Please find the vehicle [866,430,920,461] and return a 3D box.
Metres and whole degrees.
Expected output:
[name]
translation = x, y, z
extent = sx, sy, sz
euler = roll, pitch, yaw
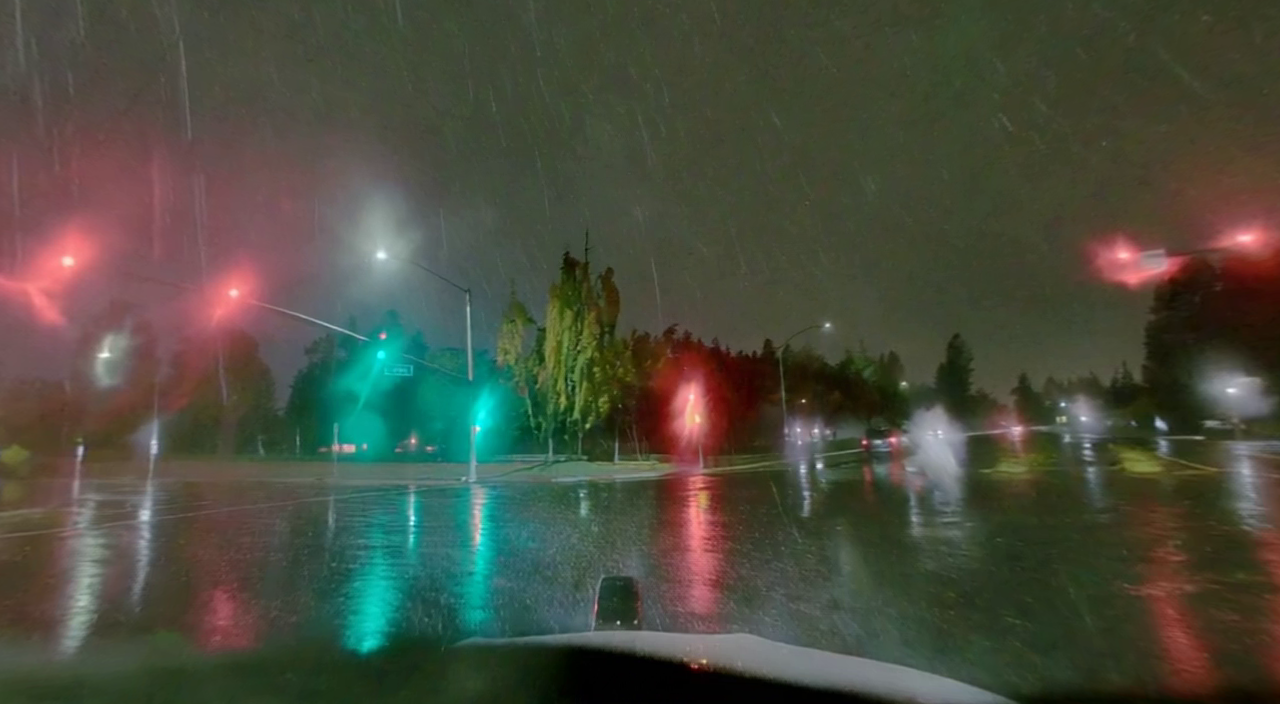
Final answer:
[vehicle]
translation = 14.266, 5.264, 35.487
extent = 1.997, 1.577, 4.719
euler = -5, -10, 31
